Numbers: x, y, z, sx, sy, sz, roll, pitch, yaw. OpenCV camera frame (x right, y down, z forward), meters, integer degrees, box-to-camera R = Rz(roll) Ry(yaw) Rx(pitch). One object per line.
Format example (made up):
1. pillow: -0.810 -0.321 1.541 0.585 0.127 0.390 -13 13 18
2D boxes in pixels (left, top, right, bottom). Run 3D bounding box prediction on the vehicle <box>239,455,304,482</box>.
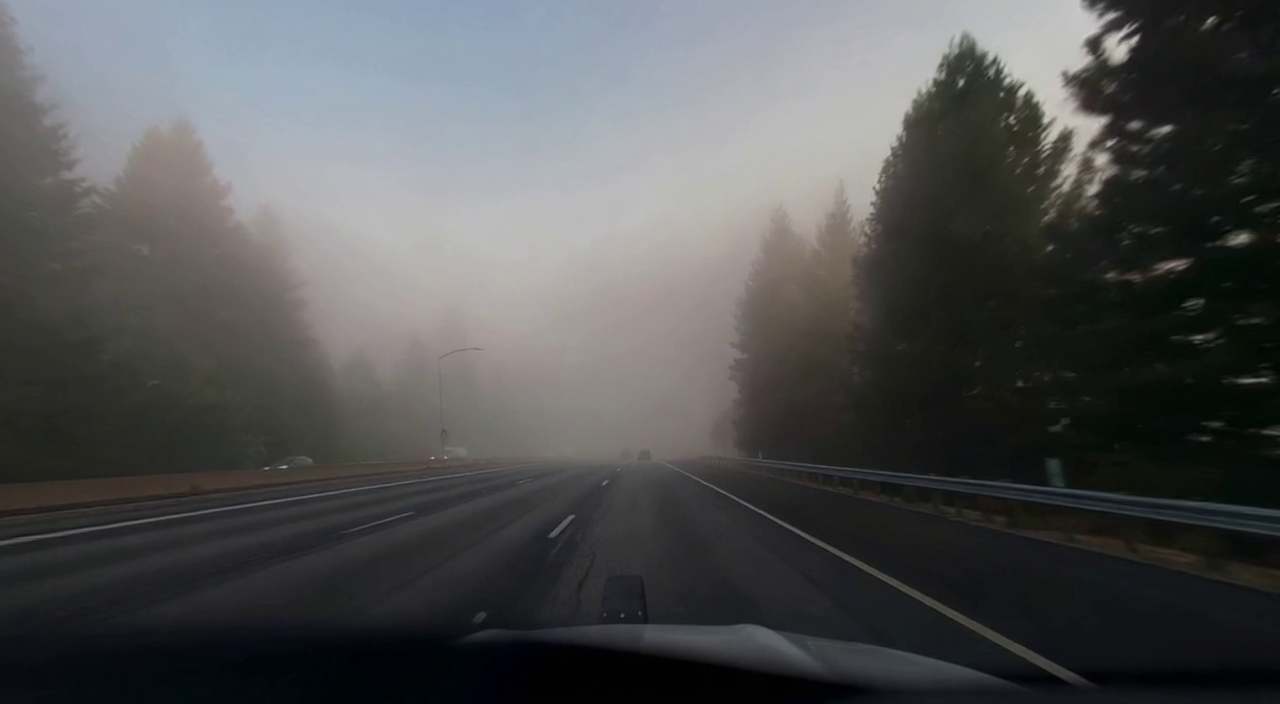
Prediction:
1. vehicle: -24.061 7.590 41.368 1.819 1.583 4.052 0 -9 0
